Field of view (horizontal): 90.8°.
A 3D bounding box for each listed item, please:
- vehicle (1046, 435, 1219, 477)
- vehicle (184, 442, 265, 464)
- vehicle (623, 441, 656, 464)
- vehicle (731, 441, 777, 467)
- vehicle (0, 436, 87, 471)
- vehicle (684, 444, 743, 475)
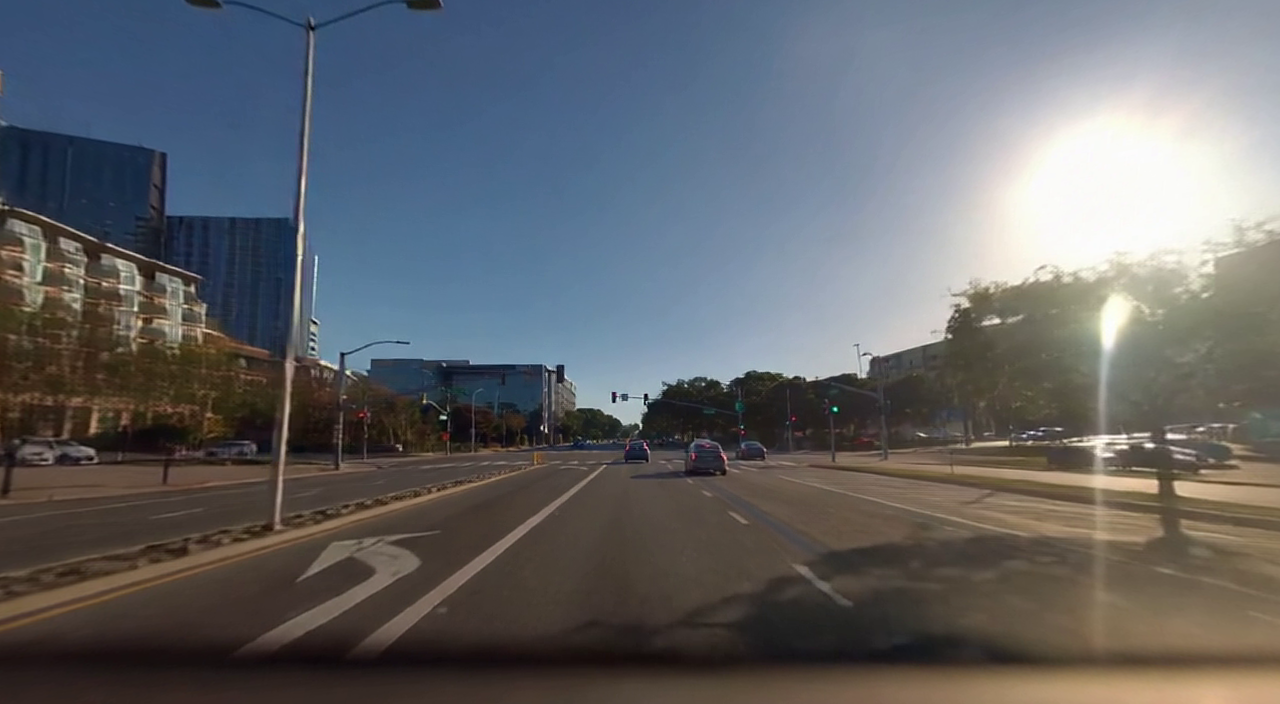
[{"bbox_3d":[23.771,5.055,30.733,6.313,1.772,2.263,-9,-11,43],"label":"vehicle"},{"bbox_3d":[-29.890,7.302,45.536,4.469,1.501,1.990,-1,-10,5],"label":"vehicle"},{"bbox_3d":[-0.036,6.757,42.606,2.143,1.480,4.006,0,-8,0],"label":"vehicle"},{"bbox_3d":[6.922,6.244,38.770,1.861,1.473,4.393,0,-8,-1],"label":"vehicle"},{"bbox_3d":[-33.735,5.524,34.527,2.202,1.774,5.174,0,-9,1],"label":"vehicle"},{"bbox_3d":[3.307,4.922,29.235,2.080,1.321,4.382,0,-8,-2],"label":"vehicle"}]
